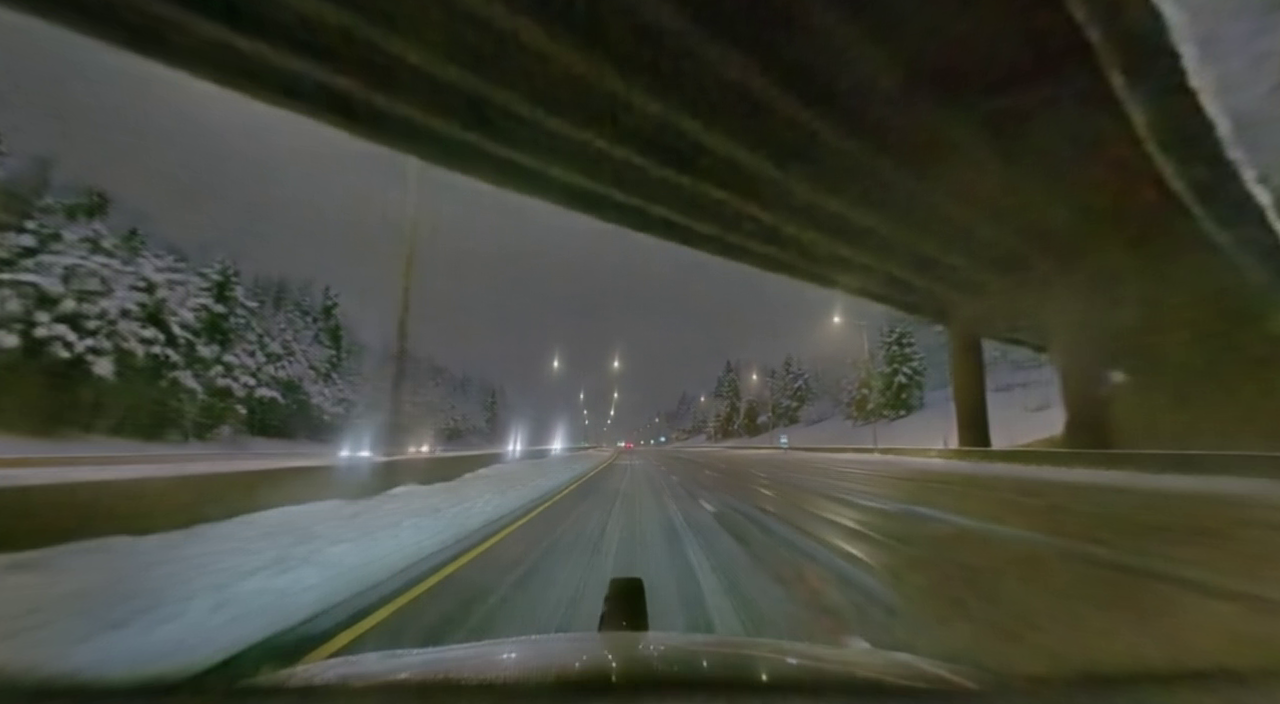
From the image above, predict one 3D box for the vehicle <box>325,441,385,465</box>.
[{"bbox_3d":[-18.560,6.583,41.290,1.819,1.451,4.533,0,-8,0],"label":"vehicle"}]
